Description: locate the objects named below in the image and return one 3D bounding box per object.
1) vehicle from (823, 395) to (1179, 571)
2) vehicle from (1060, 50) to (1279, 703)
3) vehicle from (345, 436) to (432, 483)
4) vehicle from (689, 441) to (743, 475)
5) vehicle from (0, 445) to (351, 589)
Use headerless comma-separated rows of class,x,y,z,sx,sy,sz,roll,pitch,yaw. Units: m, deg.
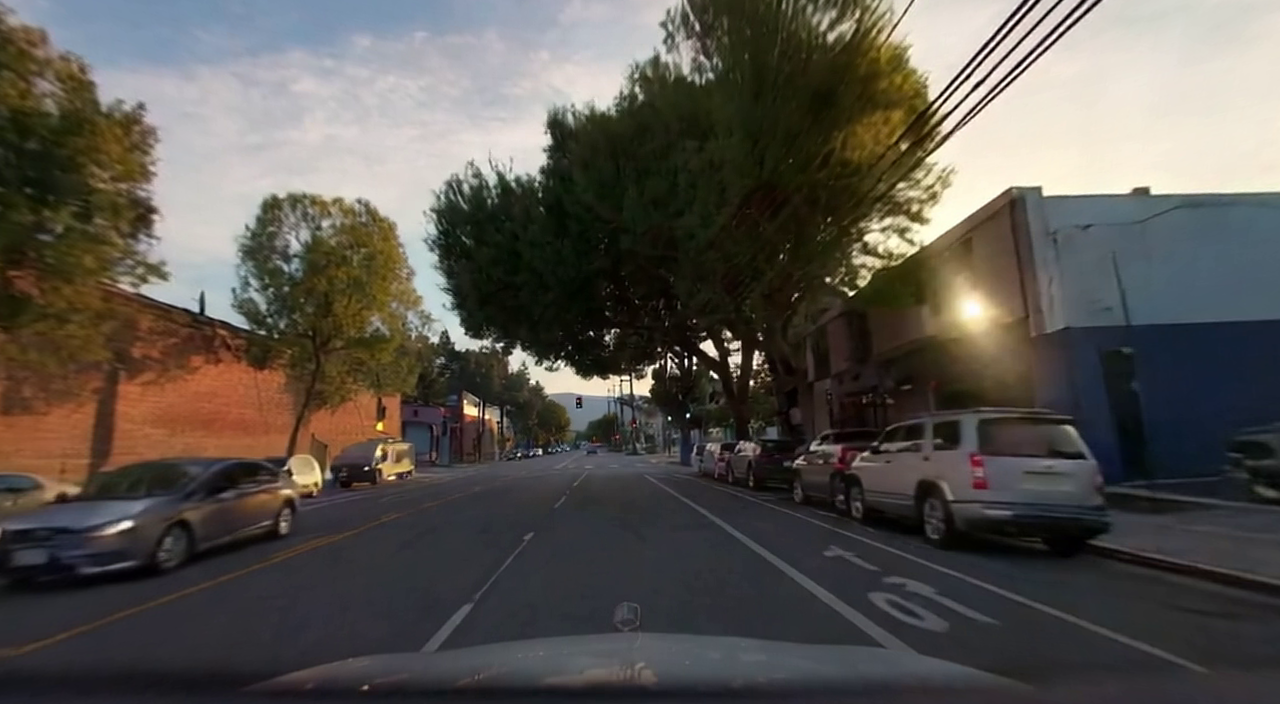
vehicle,4.499,1.727,9.171,1.897,1.804,5.164,0,-8,-3
vehicle,4.666,-0.214,0.624,2.815,3.203,7.558,0,-8,-4
vehicle,-12.545,5.430,31.955,2.236,2.057,5.416,-2,-10,-1
vehicle,3.540,4.988,29.995,1.805,1.504,4.089,0,-8,-4
vehicle,-5.986,2.063,8.912,1.925,1.479,4.444,0,-8,-3
